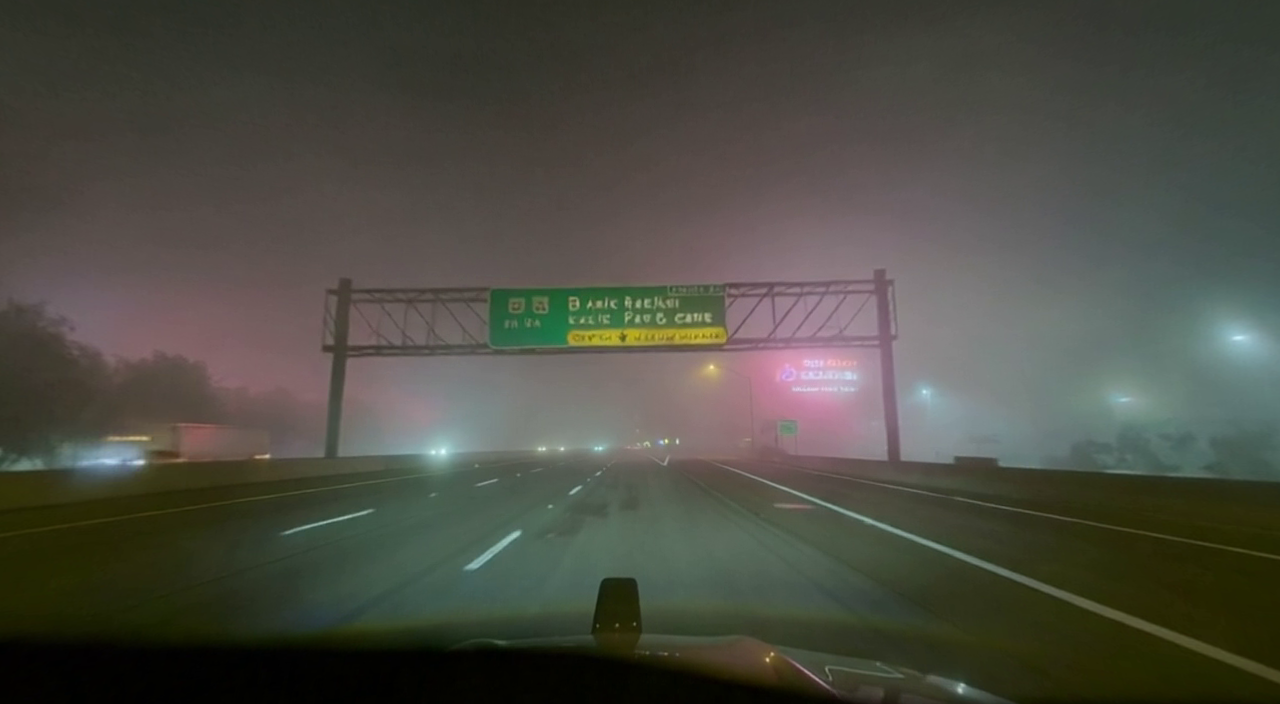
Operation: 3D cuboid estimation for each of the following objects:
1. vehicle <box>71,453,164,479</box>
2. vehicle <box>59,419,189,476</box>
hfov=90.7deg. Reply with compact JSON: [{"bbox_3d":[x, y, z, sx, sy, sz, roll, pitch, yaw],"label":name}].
[{"bbox_3d":[-32.480,7.081,39.534,1.820,1.473,4.740,0,-8,0],"label":"vehicle"},{"bbox_3d":[-39.609,7.374,49.099,3.028,3.981,8.242,0,-8,0],"label":"vehicle"}]
